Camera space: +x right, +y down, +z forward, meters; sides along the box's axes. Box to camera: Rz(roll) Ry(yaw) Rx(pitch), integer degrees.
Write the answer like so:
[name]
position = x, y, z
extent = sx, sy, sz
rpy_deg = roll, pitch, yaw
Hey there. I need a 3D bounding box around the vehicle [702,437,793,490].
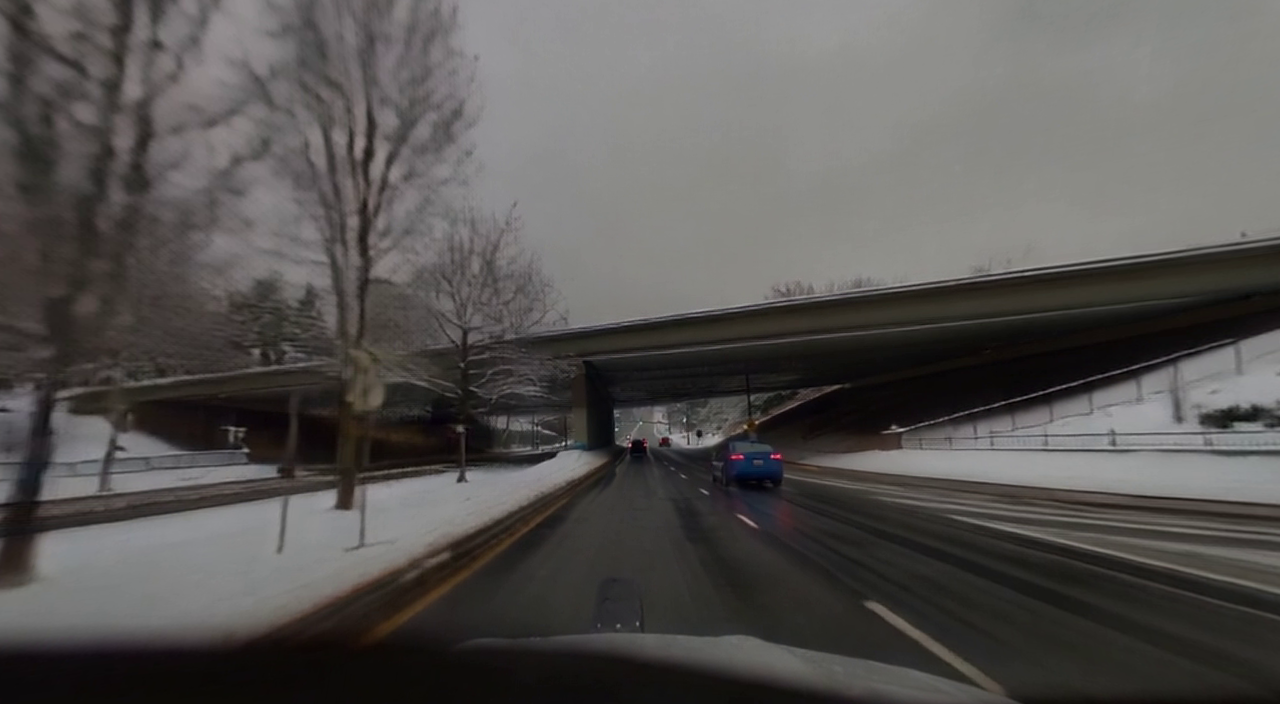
[vehicle]
position = 3.305, 3.546, 20.420
extent = 2.062, 1.484, 4.332
rpy_deg = -1, -8, -1
